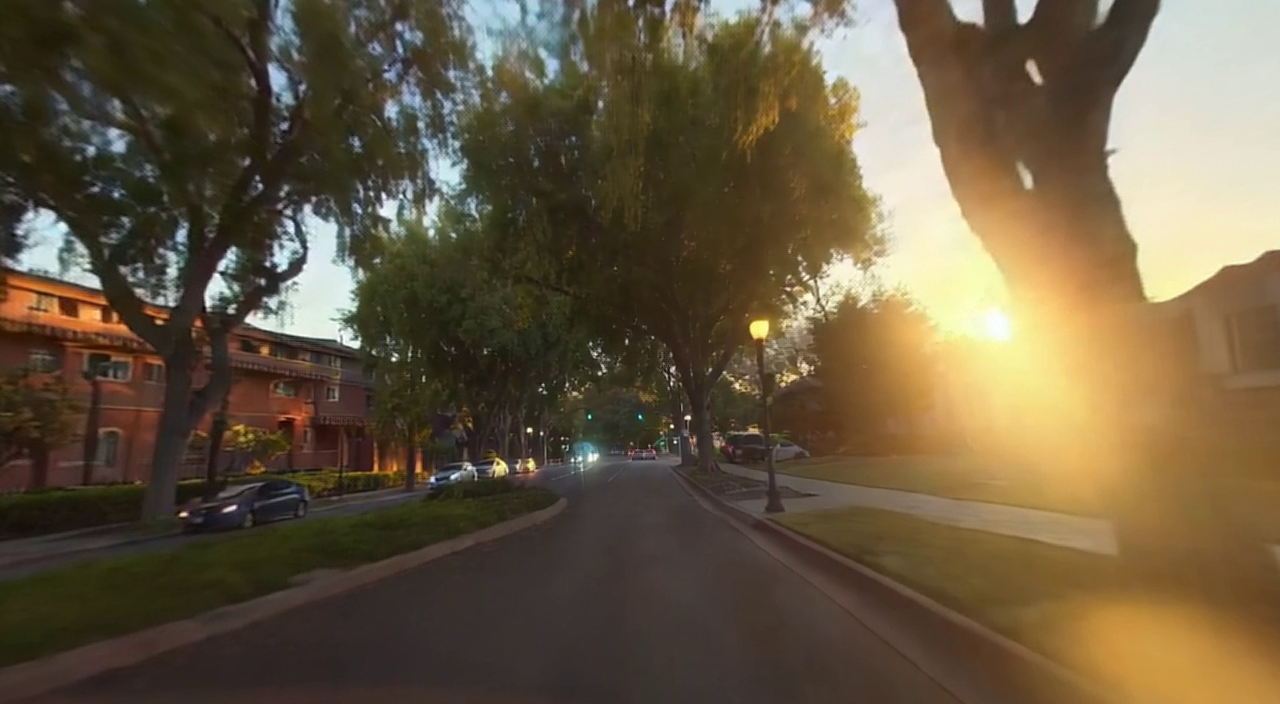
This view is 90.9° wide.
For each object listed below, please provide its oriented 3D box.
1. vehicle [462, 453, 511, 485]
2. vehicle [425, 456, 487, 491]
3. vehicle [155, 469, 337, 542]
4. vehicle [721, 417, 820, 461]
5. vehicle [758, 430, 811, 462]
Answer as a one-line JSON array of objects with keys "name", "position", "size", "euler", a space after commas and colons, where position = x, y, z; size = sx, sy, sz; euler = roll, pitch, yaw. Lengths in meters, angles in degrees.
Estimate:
[{"name": "vehicle", "position": [-10.083, 7.700, 41.751], "size": [2.006, 1.810, 4.844], "euler": [-5, -9, -1]}, {"name": "vehicle", "position": [-10.418, 6.875, 36.004], "size": [1.995, 1.657, 4.609], "euler": [-5, -9, 2]}, {"name": "vehicle", "position": [-10.148, 3.958, 16.782], "size": [1.892, 1.484, 4.576], "euler": [0, -9, 0]}, {"name": "vehicle", "position": [8.903, 6.013, 43.212], "size": [6.019, 2.672, 2.563], "euler": [-6, -10, 27]}, {"name": "vehicle", "position": [8.667, 5.733, 38.252], "size": [1.999, 1.753, 4.995], "euler": [-1, -9, -1]}]
